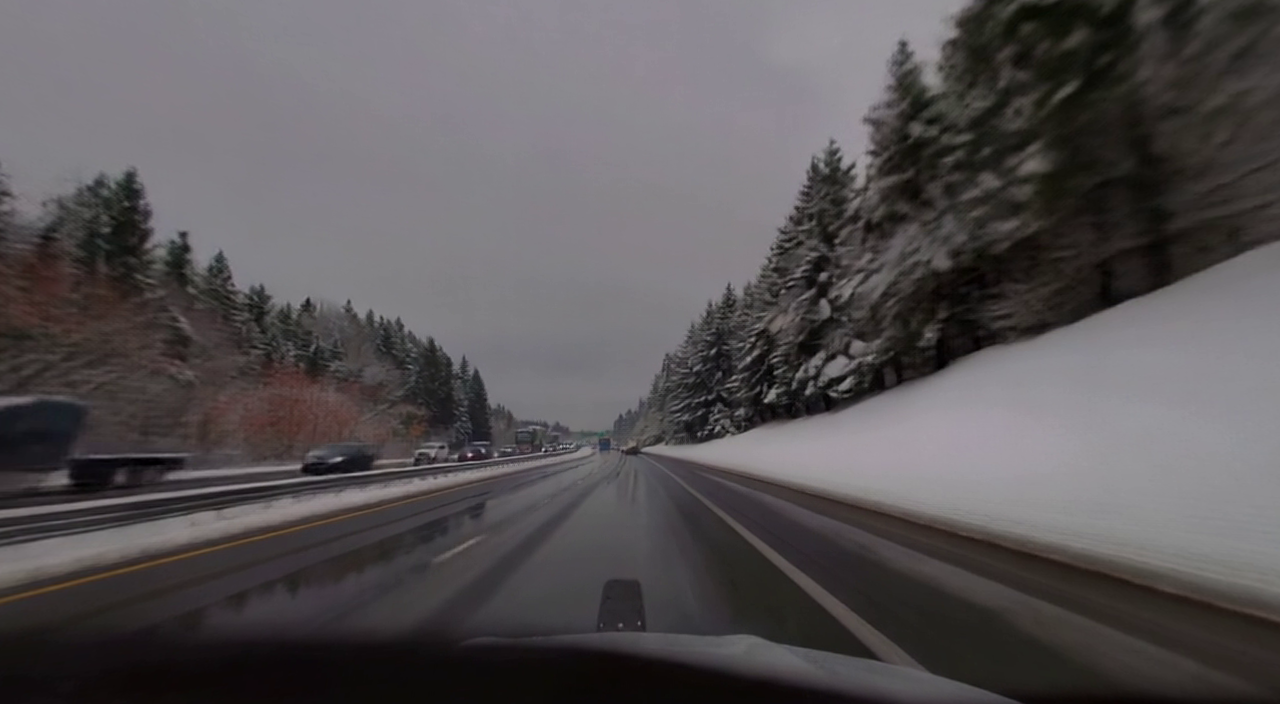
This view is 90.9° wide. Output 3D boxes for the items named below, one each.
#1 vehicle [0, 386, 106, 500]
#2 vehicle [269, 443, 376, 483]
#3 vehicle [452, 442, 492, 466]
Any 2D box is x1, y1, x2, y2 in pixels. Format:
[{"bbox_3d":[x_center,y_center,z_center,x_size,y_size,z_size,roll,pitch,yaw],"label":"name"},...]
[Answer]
[{"bbox_3d":[-17.935,2.456,17.035,2.369,2.953,4.847,-1,-9,4],"label":"vehicle"},{"bbox_3d":[-13.117,4.600,26.467,2.027,1.519,4.733,0,-9,0],"label":"vehicle"},{"bbox_3d":[-12.725,7.750,48.025,1.869,1.684,4.115,0,-9,0],"label":"vehicle"}]
